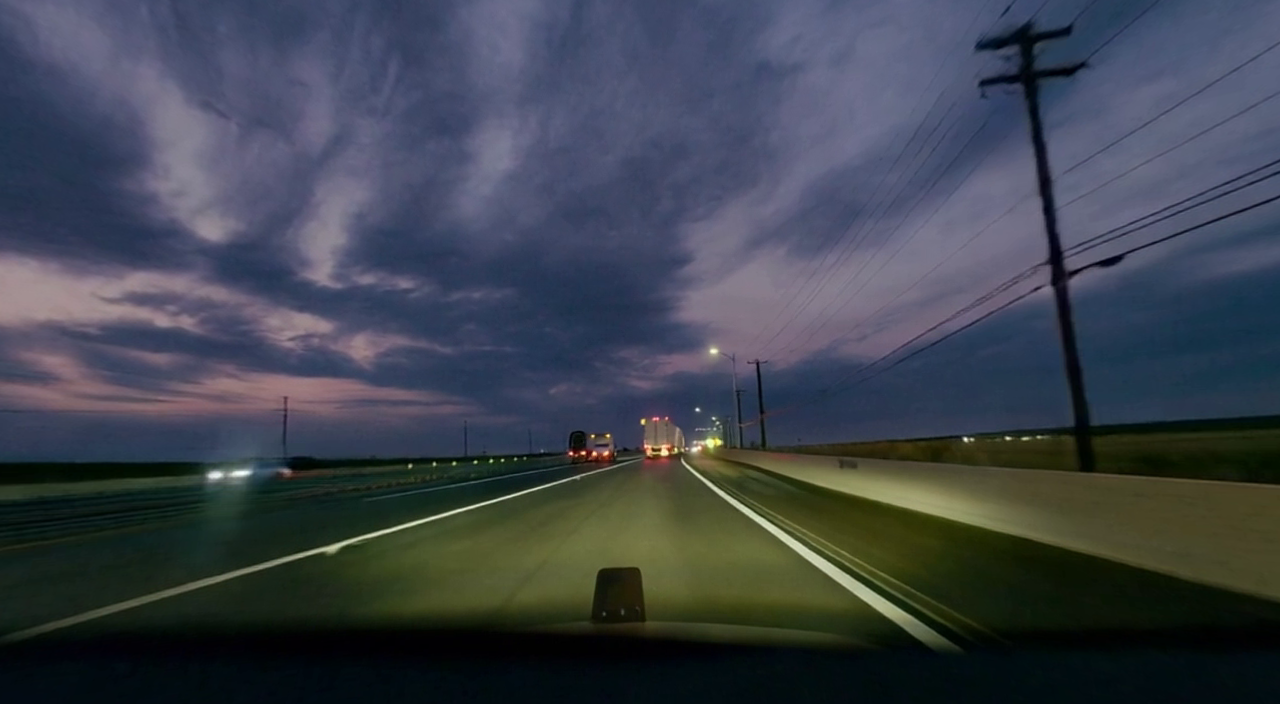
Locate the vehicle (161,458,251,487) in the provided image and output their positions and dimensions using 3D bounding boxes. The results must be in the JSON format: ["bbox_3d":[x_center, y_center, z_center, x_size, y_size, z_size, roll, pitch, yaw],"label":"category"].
[{"bbox_3d":[-25.887,7.195,37.784,1.863,1.499,4.411,-1,-9,7],"label":"vehicle"}]
